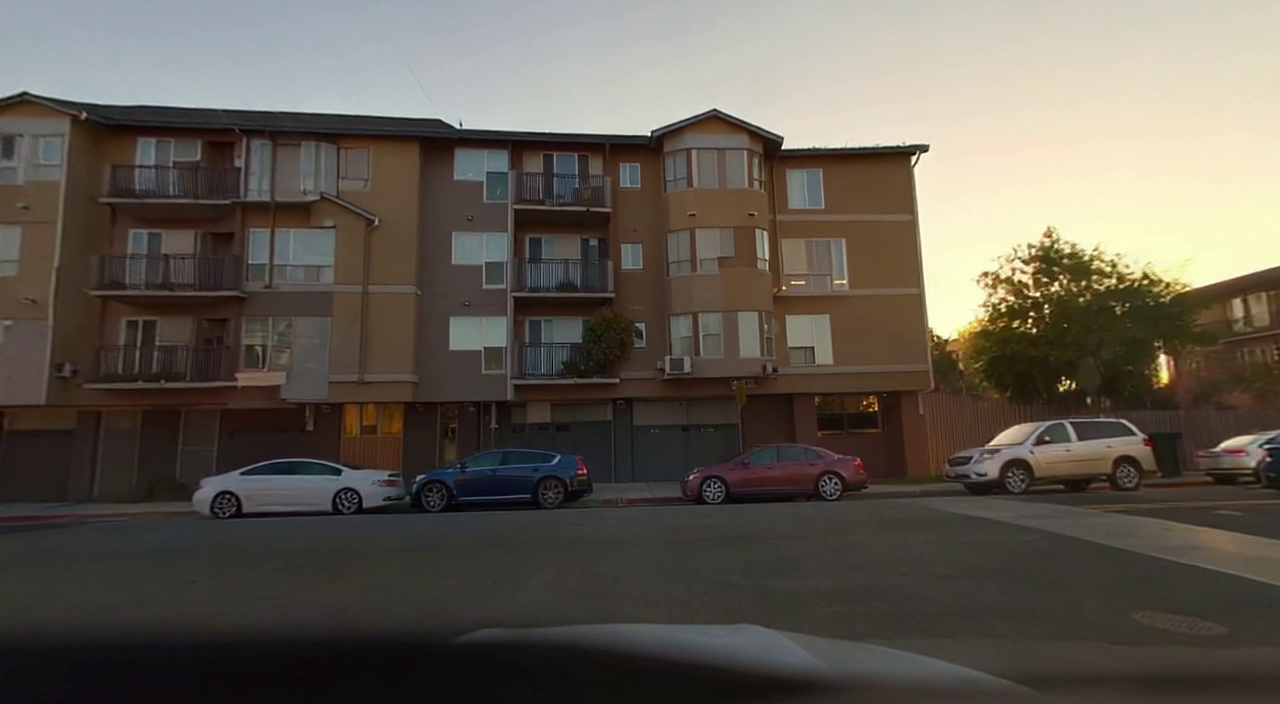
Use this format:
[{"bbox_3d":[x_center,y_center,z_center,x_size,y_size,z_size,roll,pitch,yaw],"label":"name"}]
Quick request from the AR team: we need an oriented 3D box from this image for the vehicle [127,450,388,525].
[{"bbox_3d":[-8.107,2.889,13.809,4.423,1.449,1.813,1,-9,-6],"label":"vehicle"}]

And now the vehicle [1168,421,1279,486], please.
[{"bbox_3d":[16.138,2.503,15.714,4.426,1.476,1.864,1,-8,-4],"label":"vehicle"}]

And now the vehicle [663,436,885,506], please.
[{"bbox_3d":[2.973,2.715,14.678,4.681,1.480,1.817,1,-8,-5],"label":"vehicle"}]

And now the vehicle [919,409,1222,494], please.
[{"bbox_3d":[10.174,2.392,15.292,5.739,1.852,2.330,1,-8,-4],"label":"vehicle"}]

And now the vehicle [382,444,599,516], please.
[{"bbox_3d":[-3.203,2.829,14.286,4.489,1.470,1.776,1,-8,-5],"label":"vehicle"}]
